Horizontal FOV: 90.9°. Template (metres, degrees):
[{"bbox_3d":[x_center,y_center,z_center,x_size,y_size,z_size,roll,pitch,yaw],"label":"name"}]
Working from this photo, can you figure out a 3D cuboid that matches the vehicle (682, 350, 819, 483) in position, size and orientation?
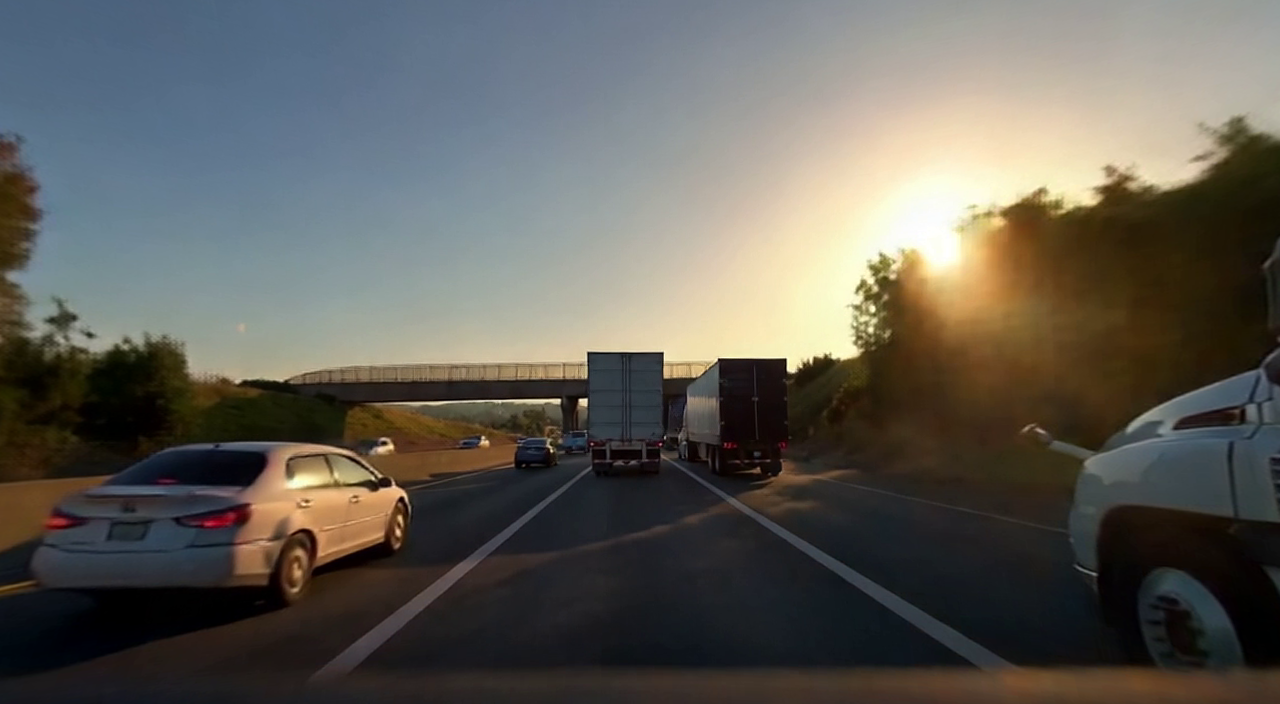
[{"bbox_3d":[3.621,2.654,24.281,2.817,3.886,11.491,0,-8,-2],"label":"vehicle"}]

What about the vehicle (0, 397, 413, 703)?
[{"bbox_3d":[-3.469,1.196,4.582,1.894,1.460,4.662,0,-8,0],"label":"vehicle"}]

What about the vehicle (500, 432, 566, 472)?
[{"bbox_3d":[-4.267,4.053,25.778,2.049,1.483,3.786,0,-8,0],"label":"vehicle"}]

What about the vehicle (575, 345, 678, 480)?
[{"bbox_3d":[-0.539,2.522,24.292,3.090,4.065,10.702,0,-8,-1],"label":"vehicle"}]

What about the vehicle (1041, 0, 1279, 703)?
[{"bbox_3d":[3.938,-0.520,0.518,3.074,3.896,5.910,0,-8,-1],"label":"vehicle"}]

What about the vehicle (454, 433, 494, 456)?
[{"bbox_3d":[-12.546,6.992,47.950,1.955,1.641,4.157,0,-8,-1],"label":"vehicle"}]
